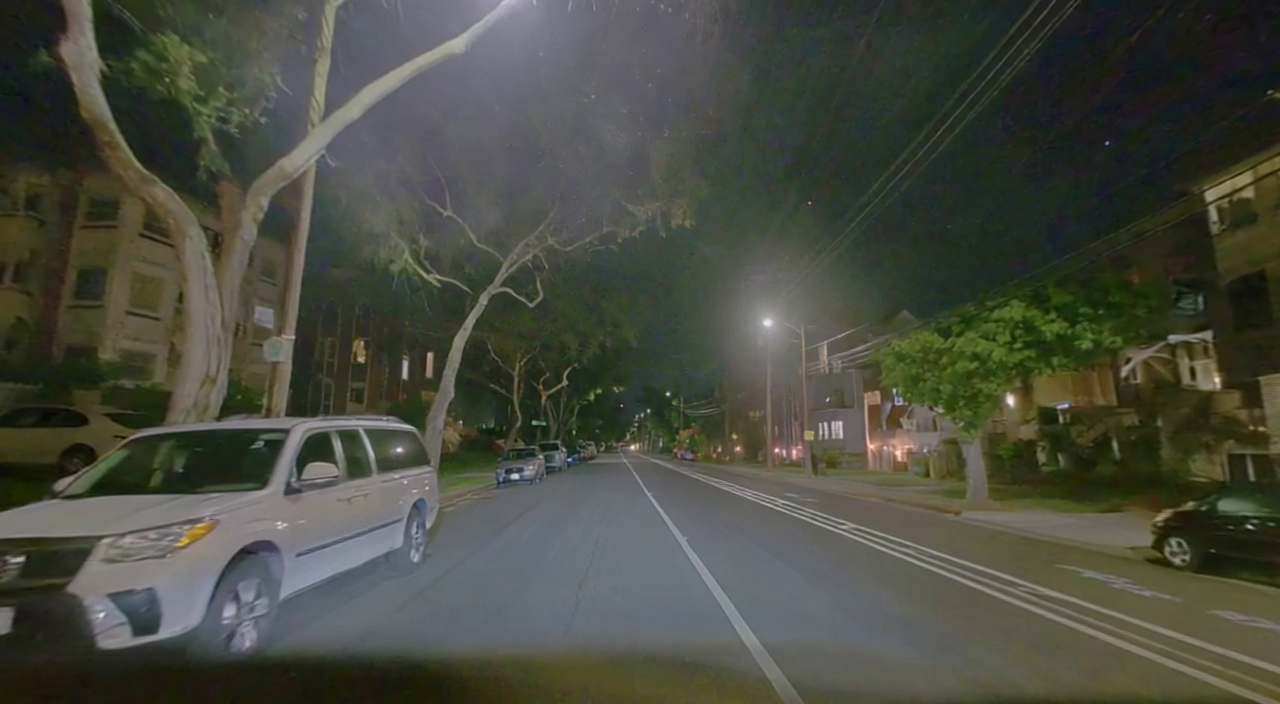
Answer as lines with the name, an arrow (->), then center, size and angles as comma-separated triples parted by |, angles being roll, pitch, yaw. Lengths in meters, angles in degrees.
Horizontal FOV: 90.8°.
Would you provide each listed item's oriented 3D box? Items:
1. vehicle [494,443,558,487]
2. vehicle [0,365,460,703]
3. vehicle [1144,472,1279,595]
vehicle -> -4.377, 4.405, 24.945 | 1.825, 1.542, 4.715 | 1, -8, -2
vehicle -> -3.594, 1.414, 6.059 | 2.127, 1.901, 5.510 | 0, -8, 0
vehicle -> 9.445, 2.549, 8.286 | 1.921, 1.523, 4.426 | 8, -9, -4
